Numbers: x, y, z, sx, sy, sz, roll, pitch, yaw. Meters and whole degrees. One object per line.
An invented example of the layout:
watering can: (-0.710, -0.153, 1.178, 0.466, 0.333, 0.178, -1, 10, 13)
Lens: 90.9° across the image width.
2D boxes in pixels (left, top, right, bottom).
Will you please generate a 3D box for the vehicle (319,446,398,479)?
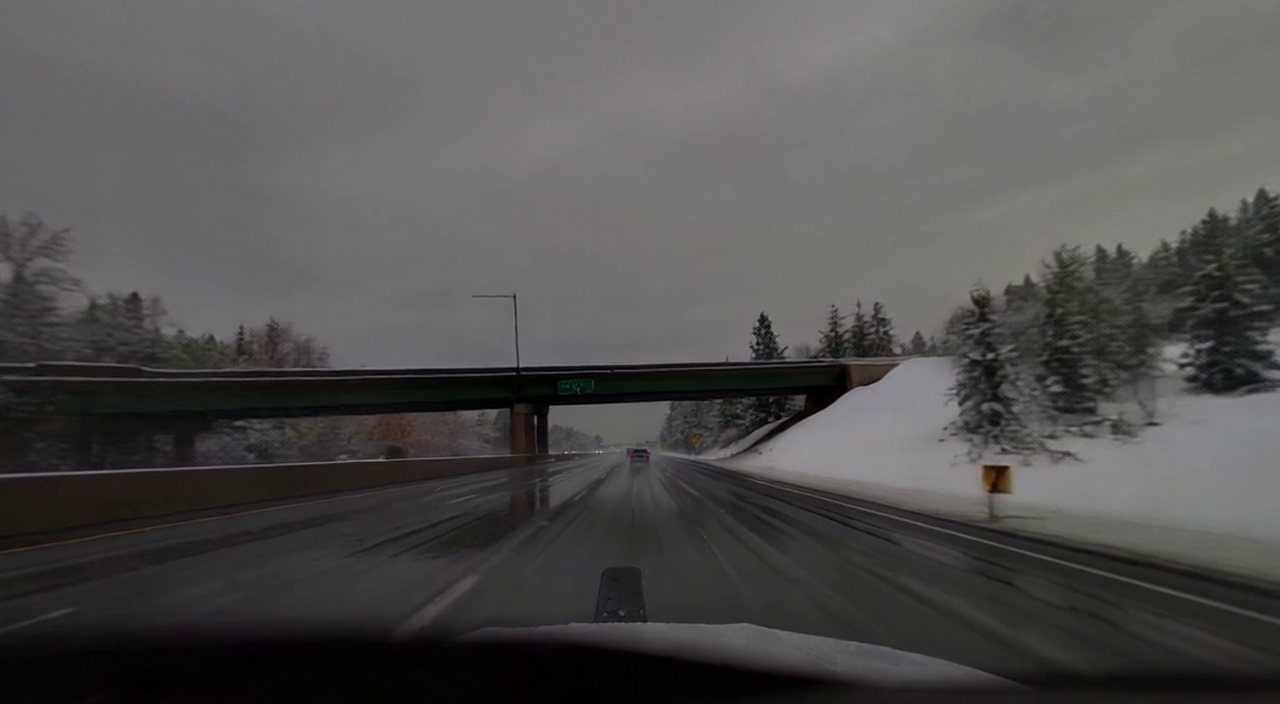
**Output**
vehicle: (-15.734, 6.165, 35.527, 2.099, 1.702, 4.908, -1, -9, 1)
